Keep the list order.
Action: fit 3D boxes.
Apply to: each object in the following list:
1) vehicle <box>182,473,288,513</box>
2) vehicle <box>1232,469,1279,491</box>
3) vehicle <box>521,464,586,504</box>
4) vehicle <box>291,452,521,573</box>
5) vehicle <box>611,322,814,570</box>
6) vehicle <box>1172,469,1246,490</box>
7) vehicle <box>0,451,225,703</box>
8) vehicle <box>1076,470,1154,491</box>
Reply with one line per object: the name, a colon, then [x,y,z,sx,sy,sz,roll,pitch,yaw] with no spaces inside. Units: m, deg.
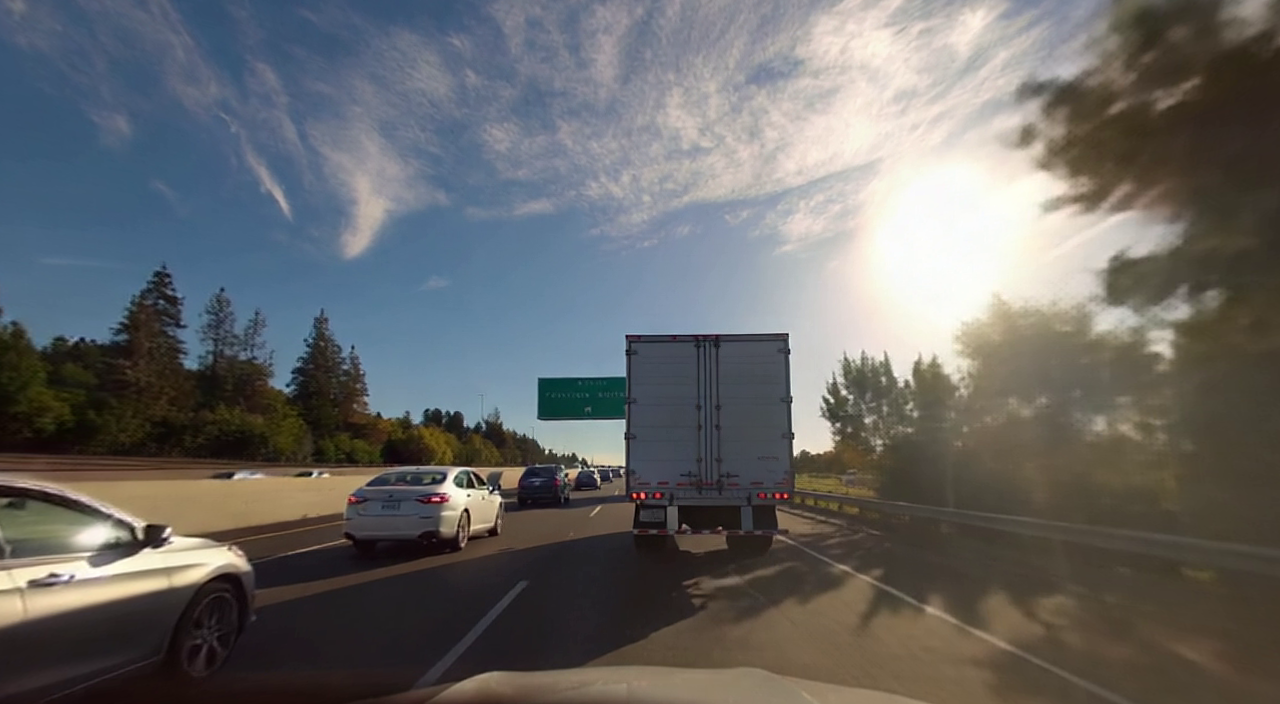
vehicle: [-17.420,6.064,27.372,1.844,1.500,3.914,0,-11,2]
vehicle: [49.265,10.024,49.329,4.681,1.572,1.862,3,-11,-15]
vehicle: [-3.521,5.482,26.344,1.964,1.482,4.371,0,-11,2]
vehicle: [-3.491,2.524,10.574,1.983,1.509,4.679,0,-11,1]
vehicle: [1.121,2.086,13.399,2.831,3.529,8.689,0,-11,1]
vehicle: [43.210,9.708,47.879,3.974,1.485,1.709,1,-11,-4]
vehicle: [-4.232,1.066,2.480,2.043,1.391,4.515,0,-11,1]
vehicle: [36.004,9.734,47.850,4.299,1.465,1.807,-1,-11,7]
